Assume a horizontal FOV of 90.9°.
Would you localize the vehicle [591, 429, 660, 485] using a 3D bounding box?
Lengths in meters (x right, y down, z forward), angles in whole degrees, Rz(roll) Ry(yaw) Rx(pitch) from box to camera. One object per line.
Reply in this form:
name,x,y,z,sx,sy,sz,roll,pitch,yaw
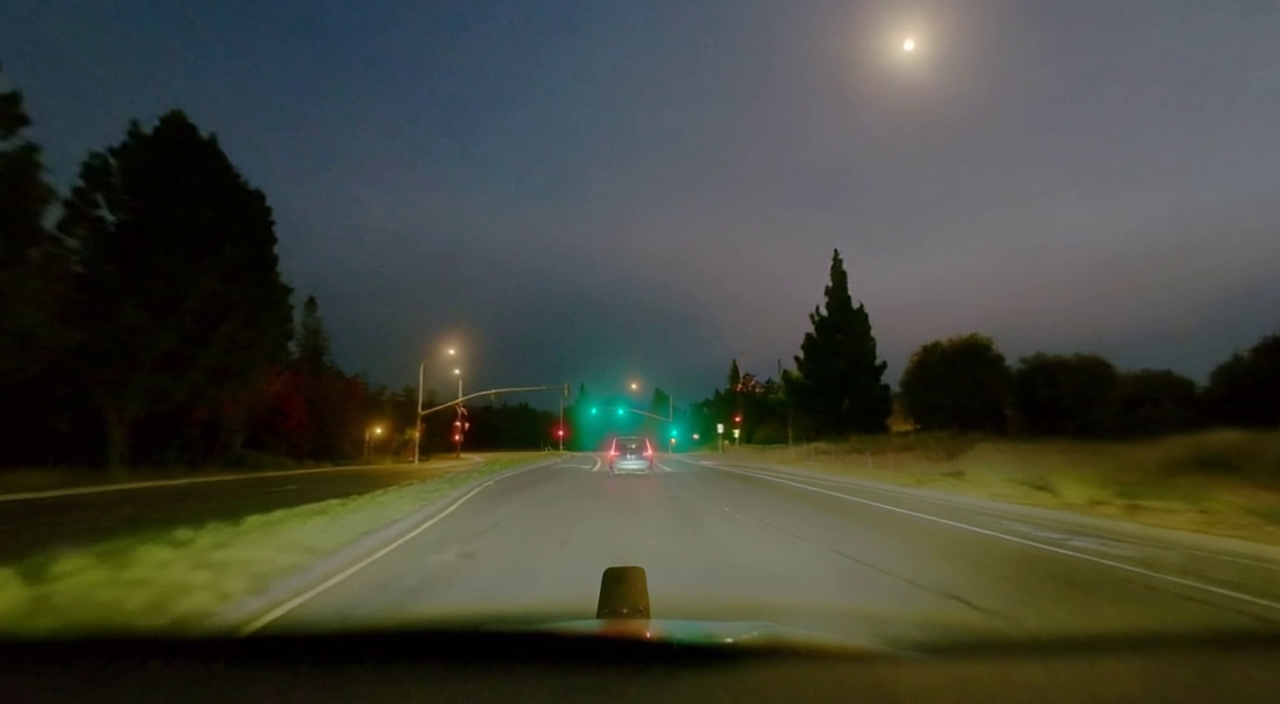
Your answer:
vehicle,-0.515,3.688,22.333,2.192,1.734,4.176,1,-9,-1
